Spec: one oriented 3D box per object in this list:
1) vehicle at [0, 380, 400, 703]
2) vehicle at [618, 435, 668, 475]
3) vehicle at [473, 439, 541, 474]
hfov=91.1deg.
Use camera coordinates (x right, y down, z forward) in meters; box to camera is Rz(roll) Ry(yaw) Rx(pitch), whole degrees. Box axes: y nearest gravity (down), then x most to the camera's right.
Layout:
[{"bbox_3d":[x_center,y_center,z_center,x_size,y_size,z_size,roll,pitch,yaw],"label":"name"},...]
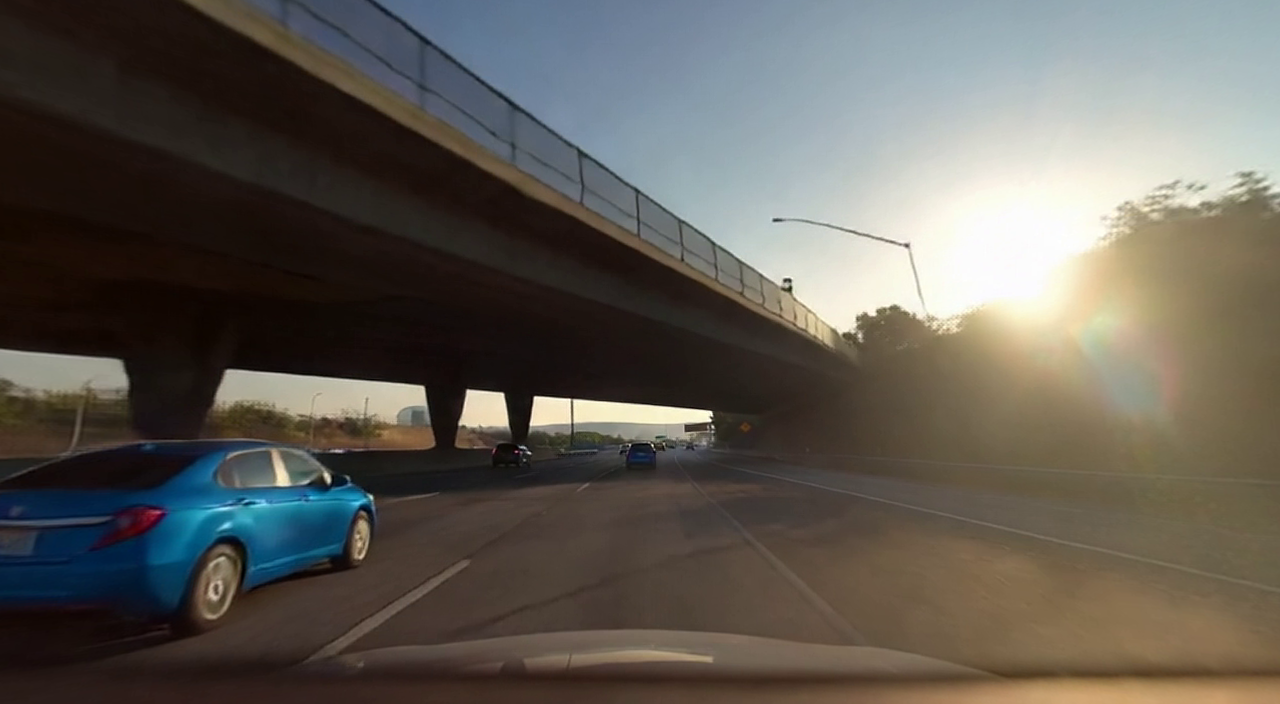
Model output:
[{"bbox_3d":[-3.948,1.259,5.016,2.124,1.607,4.531,0,-9,2],"label":"vehicle"},{"bbox_3d":[0.169,4.749,29.014,2.155,1.690,4.318,0,-9,1],"label":"vehicle"},{"bbox_3d":[-6.251,4.984,30.070,1.994,1.519,4.668,0,-9,3],"label":"vehicle"}]
